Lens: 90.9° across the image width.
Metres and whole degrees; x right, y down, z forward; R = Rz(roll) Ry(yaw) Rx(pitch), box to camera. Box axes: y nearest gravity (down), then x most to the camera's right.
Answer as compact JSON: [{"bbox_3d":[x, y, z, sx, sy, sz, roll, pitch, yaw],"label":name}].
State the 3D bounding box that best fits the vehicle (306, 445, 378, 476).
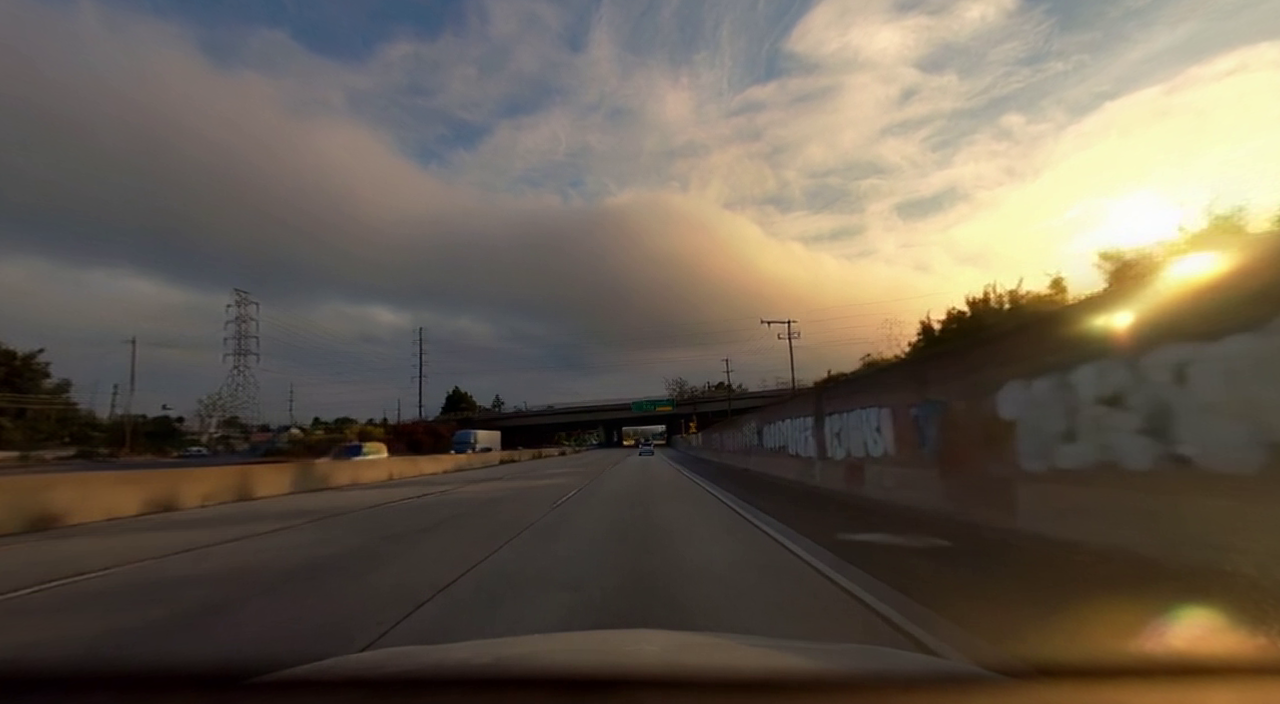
[{"bbox_3d":[-16.262,5.921,34.632,1.909,1.562,4.163,-1,-9,0],"label":"vehicle"}]
